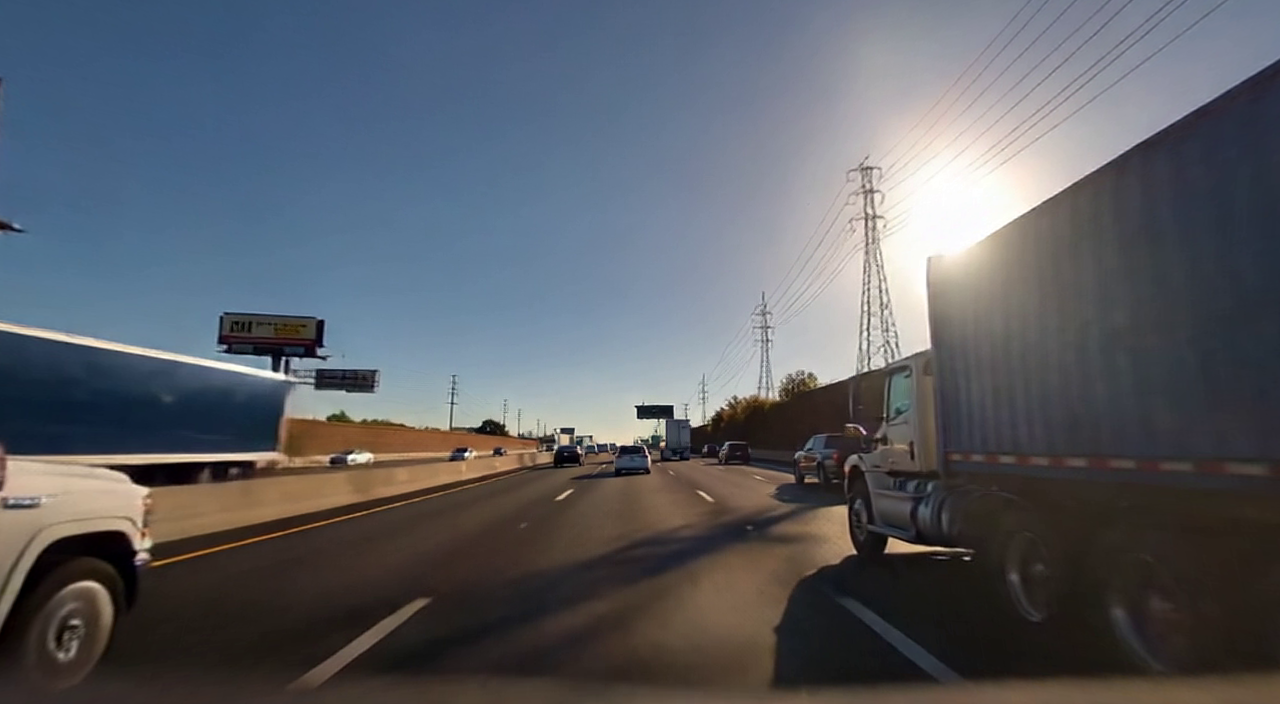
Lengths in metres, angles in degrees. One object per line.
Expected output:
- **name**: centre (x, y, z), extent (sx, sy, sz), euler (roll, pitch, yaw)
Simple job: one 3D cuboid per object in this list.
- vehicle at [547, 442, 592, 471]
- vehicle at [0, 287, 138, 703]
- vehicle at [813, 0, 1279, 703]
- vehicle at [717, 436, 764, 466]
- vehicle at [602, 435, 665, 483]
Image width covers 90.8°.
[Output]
- **vehicle**: centre (-3.889, 5.858, 35.541), extent (2.025, 1.498, 4.675), euler (0, -9, 0)
- **vehicle**: centre (-4.169, 0.382, 0.628), extent (2.323, 2.046, 6.006), euler (0, -9, 1)
- **vehicle**: centre (3.610, -0.212, 3.164), extent (3.013, 3.940, 7.933), euler (0, -9, -1)
- **vehicle**: centre (7.001, 6.968, 44.560), extent (2.302, 1.973, 5.502), euler (0, -9, -1)
- **vehicle**: centre (-0.223, 4.074, 24.273), extent (2.191, 1.685, 4.015), euler (0, -9, 0)
